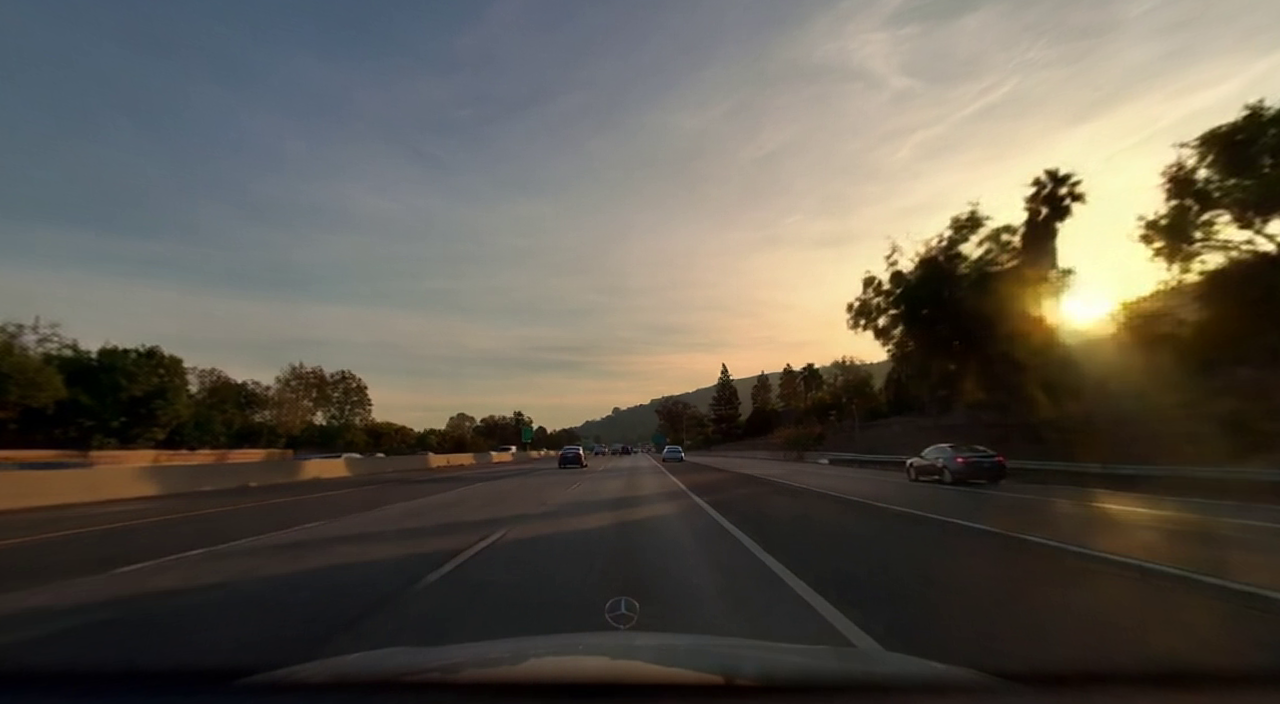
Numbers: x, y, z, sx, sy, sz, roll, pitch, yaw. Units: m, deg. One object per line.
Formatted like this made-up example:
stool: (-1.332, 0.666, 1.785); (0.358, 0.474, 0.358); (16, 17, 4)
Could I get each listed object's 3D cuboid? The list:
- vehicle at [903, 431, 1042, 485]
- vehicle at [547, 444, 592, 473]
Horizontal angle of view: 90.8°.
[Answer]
vehicle: (12.240, 3.964, 23.799); (2.344, 1.783, 5.196); (0, -9, -1)
vehicle: (-3.940, 6.033, 36.006); (2.052, 1.510, 4.301); (0, -9, 0)
